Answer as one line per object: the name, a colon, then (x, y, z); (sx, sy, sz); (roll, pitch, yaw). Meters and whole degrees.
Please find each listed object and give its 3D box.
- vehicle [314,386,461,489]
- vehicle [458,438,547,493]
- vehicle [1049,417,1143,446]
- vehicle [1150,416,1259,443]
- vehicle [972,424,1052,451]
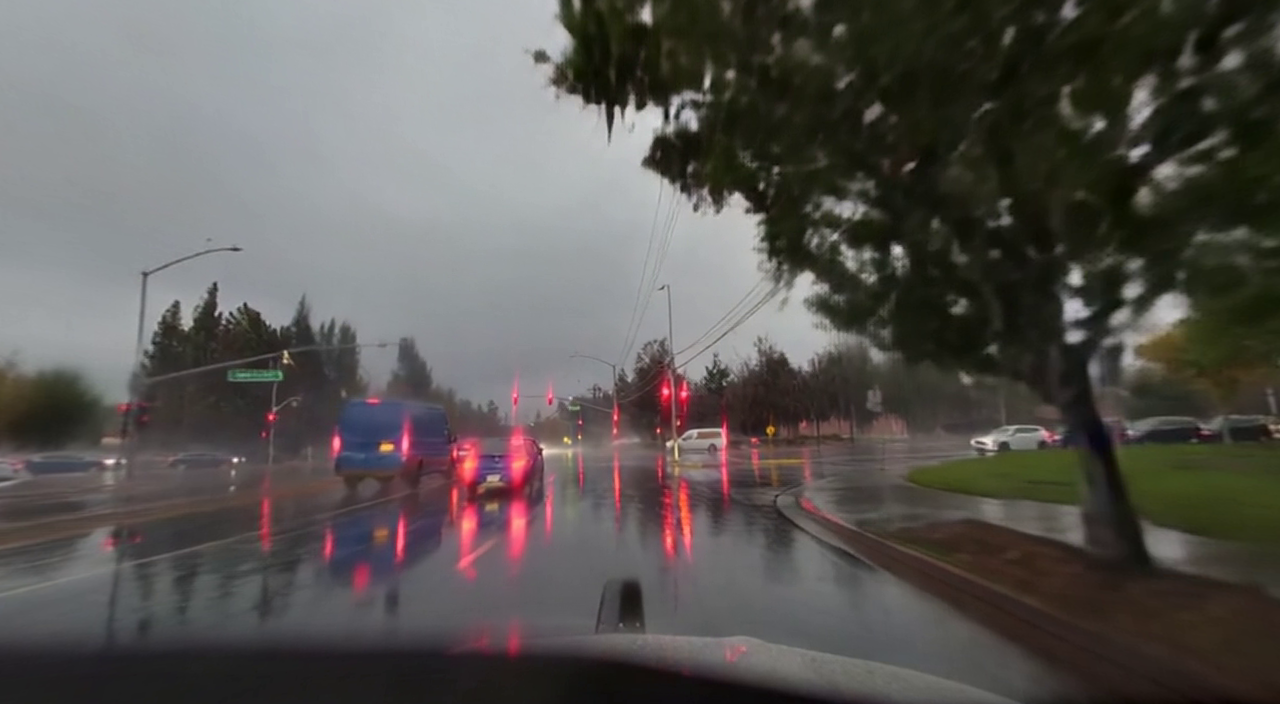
vehicle: (-8.126, 2.948, 21.332); (2.461, 2.889, 6.776); (1, -9, -3)
vehicle: (-4.129, 3.487, 19.682); (2.019, 1.485, 4.565); (1, -9, -4)
vehicle: (27.685, 4.868, 38.363); (4.056, 1.659, 1.881); (-2, -9, 12)
vehicle: (33.378, 4.603, 37.338); (4.342, 1.513, 1.838); (-2, -9, 14)
vehicle: (21.345, 4.922, 36.159); (3.718, 1.480, 1.981); (4, -9, -20)
